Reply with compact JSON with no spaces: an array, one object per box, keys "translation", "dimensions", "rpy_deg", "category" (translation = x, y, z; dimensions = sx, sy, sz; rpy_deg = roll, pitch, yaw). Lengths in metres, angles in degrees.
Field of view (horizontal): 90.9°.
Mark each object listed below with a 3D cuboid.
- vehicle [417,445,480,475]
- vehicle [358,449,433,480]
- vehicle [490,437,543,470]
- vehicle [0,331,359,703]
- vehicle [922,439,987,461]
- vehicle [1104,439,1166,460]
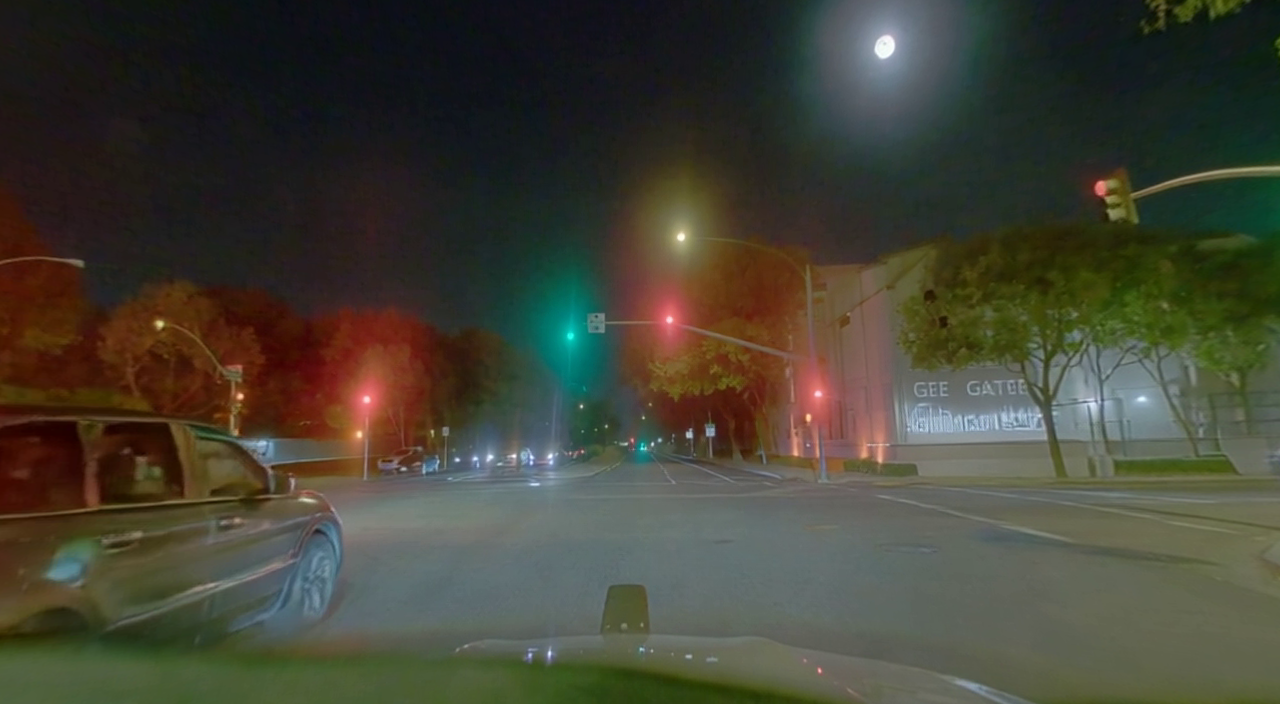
[{"translation":[-10.638,6.009,35.399],"dimensions":[2.041,1.548,4.868],"rpy_deg":[0,-8,0],"category":"vehicle"},{"translation":[-13.063,6.013,34.079],"dimensions":[2.011,1.480,4.747],"rpy_deg":[0,-8,2],"category":"vehicle"},{"translation":[-7.177,5.949,37.182],"dimensions":[2.081,1.818,4.782],"rpy_deg":[0,-8,1],"category":"vehicle"},{"translation":[-3.691,1.030,3.974],"dimensions":[2.000,1.789,4.638],"rpy_deg":[1,-8,-5],"category":"vehicle"},{"translation":[21.482,6.691,43.067],"dimensions":[3.576,1.425,1.702],"rpy_deg":[2,-8,-11],"category":"vehicle"},{"translation":[38.477,7.594,49.172],"dimensions":[1.837,1.514,4.786],"rpy_deg":[-2,-8,13],"category":"vehicle"}]
